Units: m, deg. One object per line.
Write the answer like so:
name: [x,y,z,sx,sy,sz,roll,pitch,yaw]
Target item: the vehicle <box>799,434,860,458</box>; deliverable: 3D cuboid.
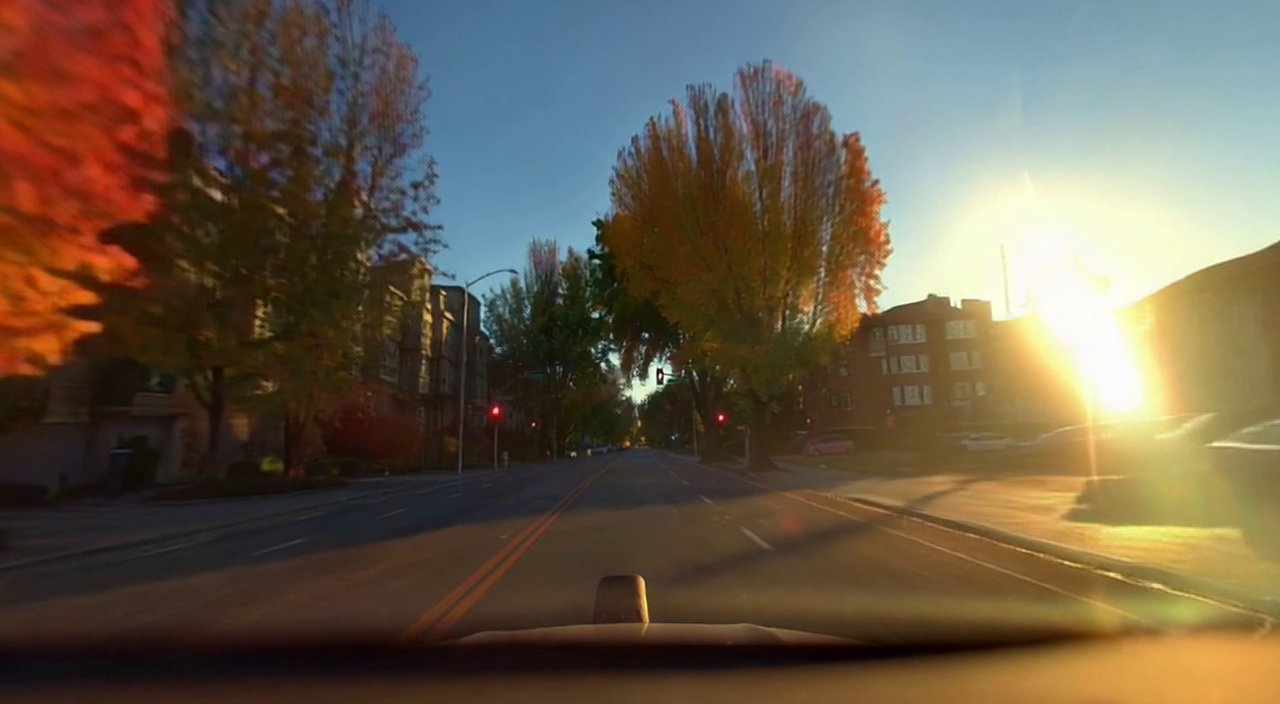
vehicle: [14.497,7.208,48.313,4.365,1.702,1.897,-3,-9,18]
